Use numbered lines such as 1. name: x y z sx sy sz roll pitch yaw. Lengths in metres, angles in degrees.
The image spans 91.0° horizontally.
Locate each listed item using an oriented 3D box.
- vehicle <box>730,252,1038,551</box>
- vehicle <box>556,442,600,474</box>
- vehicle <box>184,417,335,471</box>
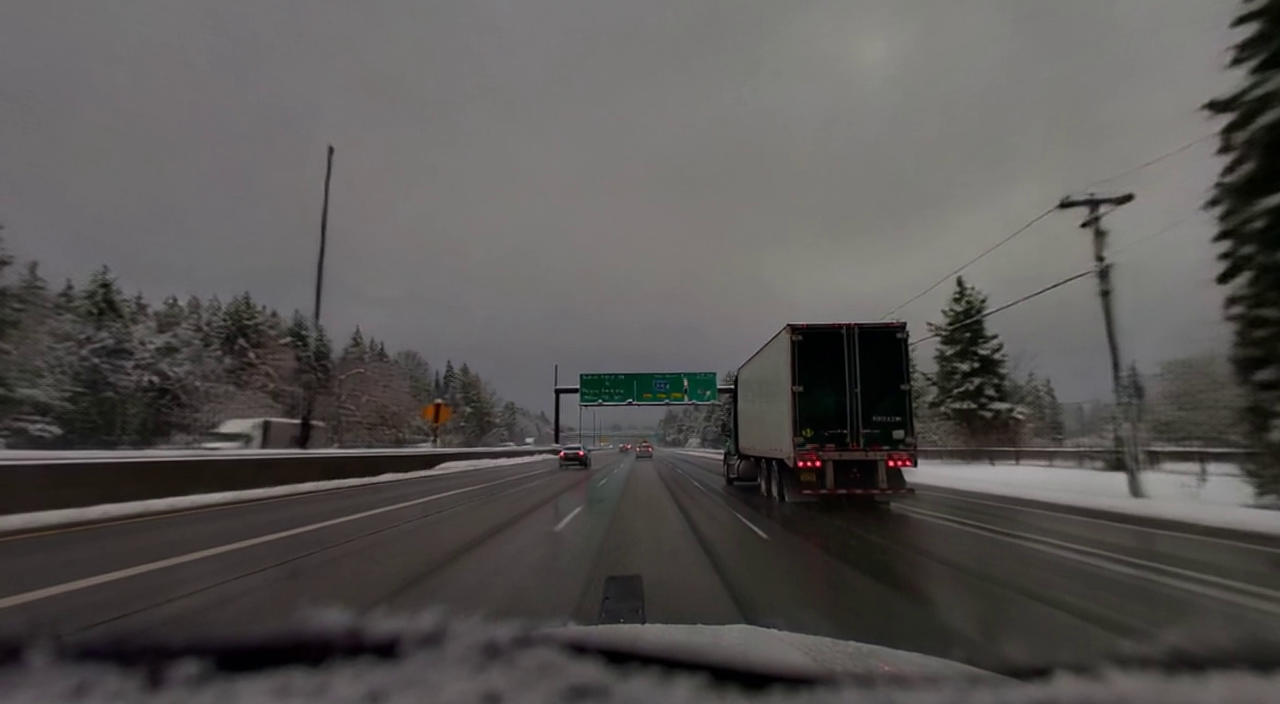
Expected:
1. vehicle: 3.736 1.139 12.105 3.042 4.037 7.253 0 -9 1
2. vehicle: -3.409 5.881 35.184 2.000 1.658 4.155 0 -9 1
3. vehicle: -24.467 6.081 41.570 3.003 3.073 10.773 0 -9 1
